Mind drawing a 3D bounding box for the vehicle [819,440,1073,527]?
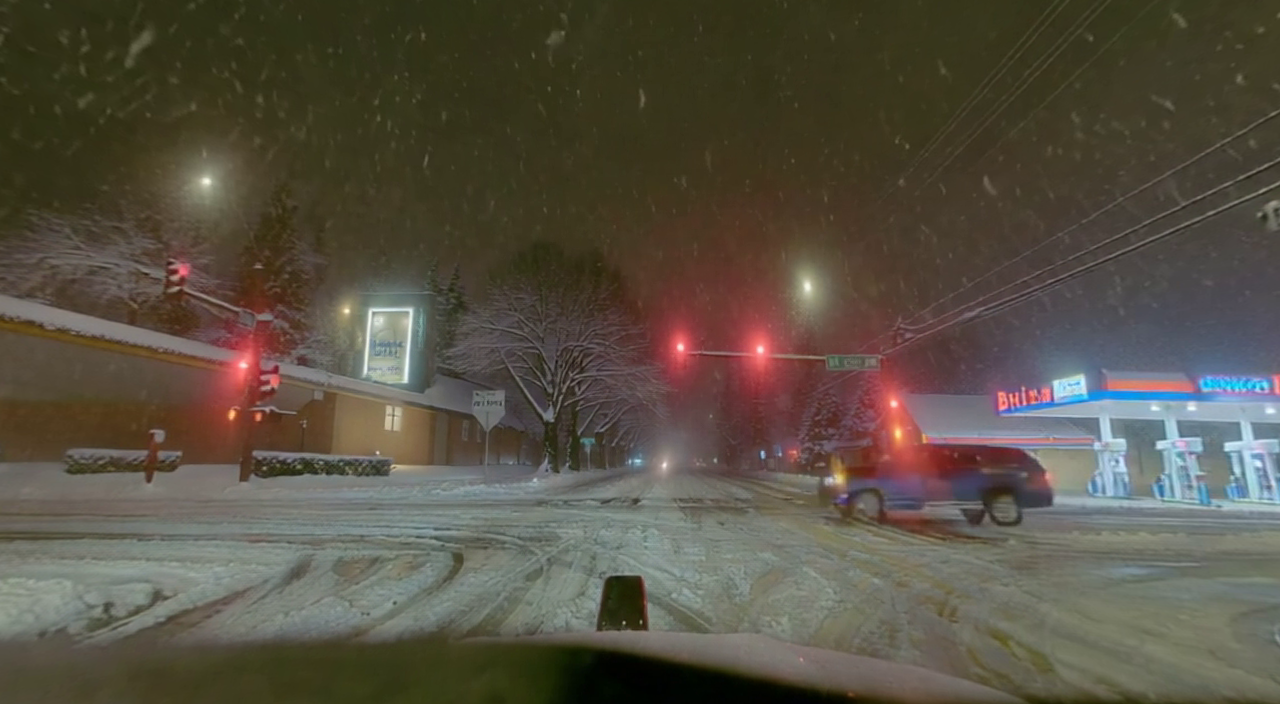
[{"bbox_3d":[6.533,2.834,13.905,4.556,1.743,1.938,0,-8,0],"label":"vehicle"}]

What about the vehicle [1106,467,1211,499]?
[{"bbox_3d":[28.046,7.066,34.305,1.897,1.466,4.211,1,-8,-4],"label":"vehicle"}]
